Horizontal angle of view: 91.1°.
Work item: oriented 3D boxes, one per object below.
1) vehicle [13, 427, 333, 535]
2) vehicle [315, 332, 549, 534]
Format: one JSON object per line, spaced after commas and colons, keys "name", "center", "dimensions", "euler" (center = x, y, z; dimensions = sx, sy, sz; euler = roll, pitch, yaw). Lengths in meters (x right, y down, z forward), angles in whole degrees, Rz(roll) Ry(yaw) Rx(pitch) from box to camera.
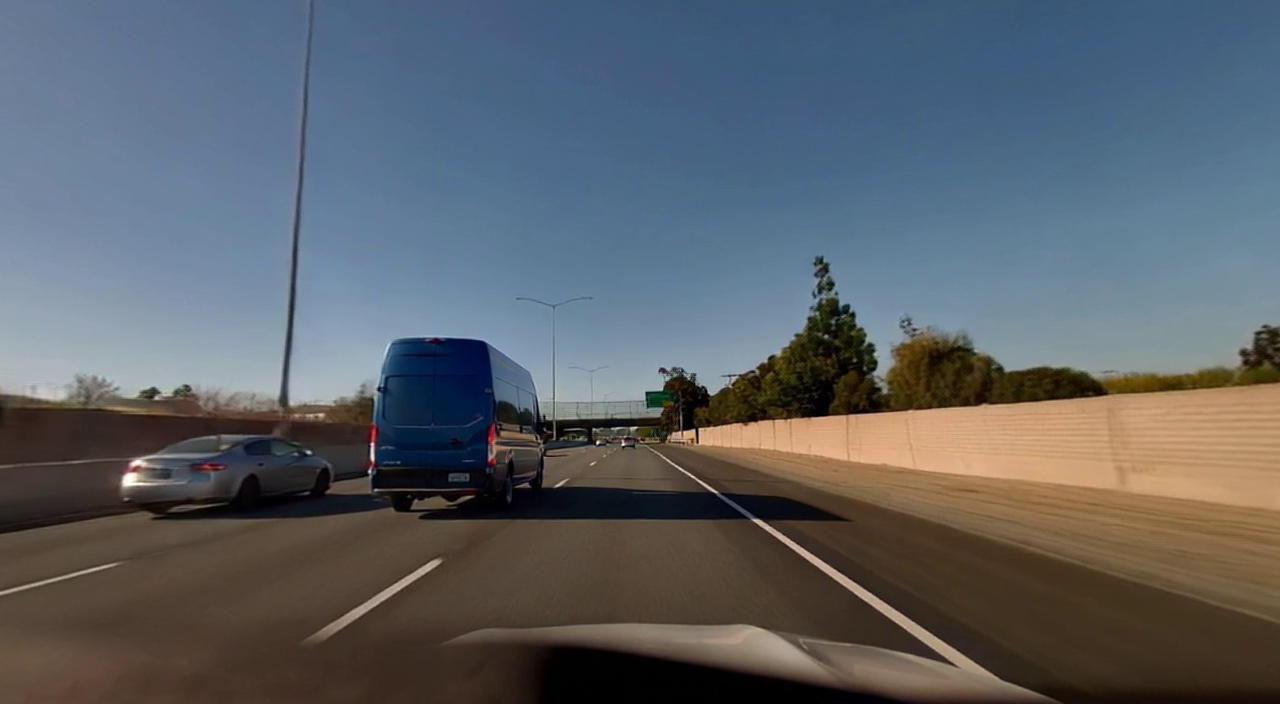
{"name": "vehicle", "center": [-7.572, 2.088, 11.054], "dimensions": [1.994, 1.466, 4.837], "euler": [0, -8, -1]}
{"name": "vehicle", "center": [-3.379, 1.587, 12.394], "dimensions": [2.428, 2.782, 7.330], "euler": [0, -8, -3]}
